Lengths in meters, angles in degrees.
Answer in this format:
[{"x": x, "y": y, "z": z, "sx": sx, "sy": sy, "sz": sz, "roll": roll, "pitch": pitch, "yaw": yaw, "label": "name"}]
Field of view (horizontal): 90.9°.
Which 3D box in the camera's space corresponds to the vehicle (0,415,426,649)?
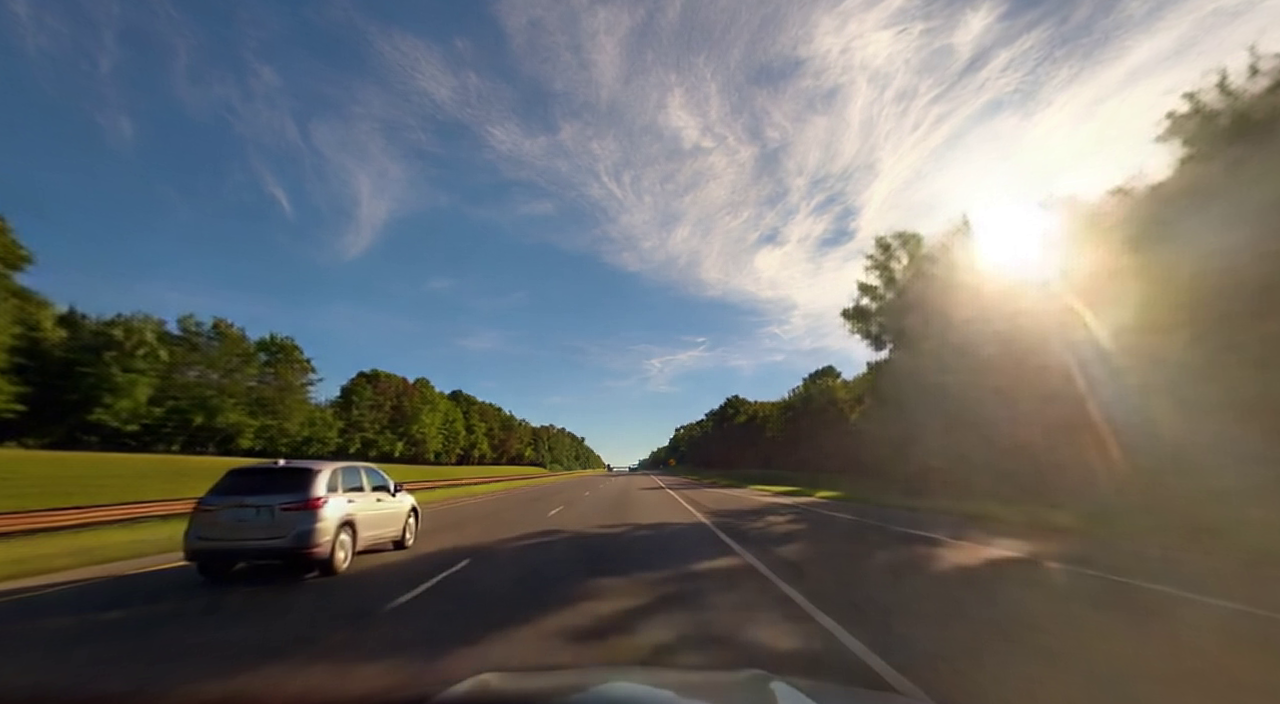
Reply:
[{"x": -4.158, "y": 1.694, "z": 6.880, "sx": 1.928, "sy": 1.593, "sz": 4.871, "roll": 1, "pitch": -10, "yaw": 0, "label": "vehicle"}]
